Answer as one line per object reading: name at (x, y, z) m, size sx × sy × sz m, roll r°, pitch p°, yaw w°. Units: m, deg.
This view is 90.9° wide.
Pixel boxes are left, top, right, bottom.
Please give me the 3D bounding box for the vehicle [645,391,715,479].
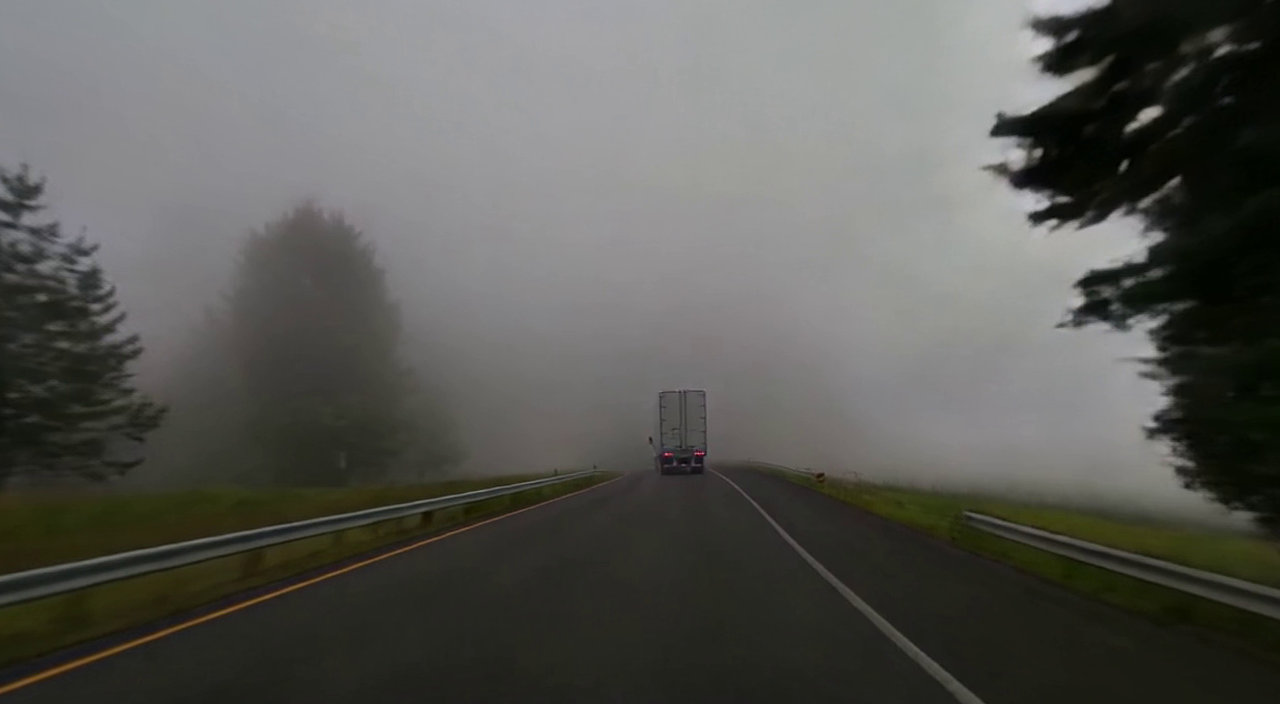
vehicle at (1.968, 4.960, 36.965) m, size 3.087 × 4.178 × 13.682 m, roll 0°, pitch -8°, yaw 0°
